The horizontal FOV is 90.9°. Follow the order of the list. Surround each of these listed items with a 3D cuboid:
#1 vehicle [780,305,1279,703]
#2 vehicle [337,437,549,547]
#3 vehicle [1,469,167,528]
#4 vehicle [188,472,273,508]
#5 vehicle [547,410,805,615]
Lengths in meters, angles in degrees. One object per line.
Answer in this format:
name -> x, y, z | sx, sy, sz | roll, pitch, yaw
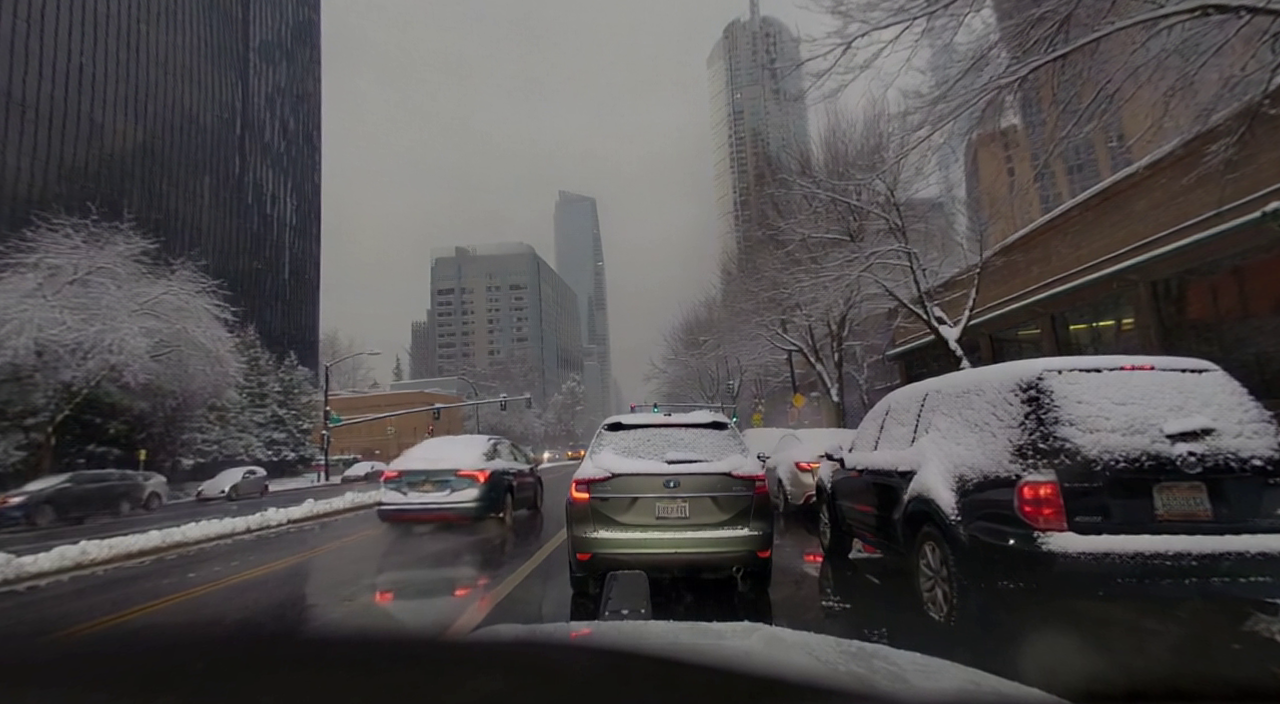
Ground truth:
vehicle -> 2.743, 1.084, 4.912 | 2.117, 1.855, 4.794 | 0, -9, -1
vehicle -> -3.030, 2.266, 10.989 | 2.088, 1.483, 4.708 | 0, -9, 1
vehicle -> -19.475, 5.115, 22.402 | 2.068, 1.729, 4.135 | 0, -9, 0
vehicle -> -22.629, 7.592, 35.033 | 1.854, 1.419, 4.318 | -7, -8, 0
vehicle -> 0.228, 1.543, 6.870 | 2.045, 1.608, 3.573 | 0, -9, -2
